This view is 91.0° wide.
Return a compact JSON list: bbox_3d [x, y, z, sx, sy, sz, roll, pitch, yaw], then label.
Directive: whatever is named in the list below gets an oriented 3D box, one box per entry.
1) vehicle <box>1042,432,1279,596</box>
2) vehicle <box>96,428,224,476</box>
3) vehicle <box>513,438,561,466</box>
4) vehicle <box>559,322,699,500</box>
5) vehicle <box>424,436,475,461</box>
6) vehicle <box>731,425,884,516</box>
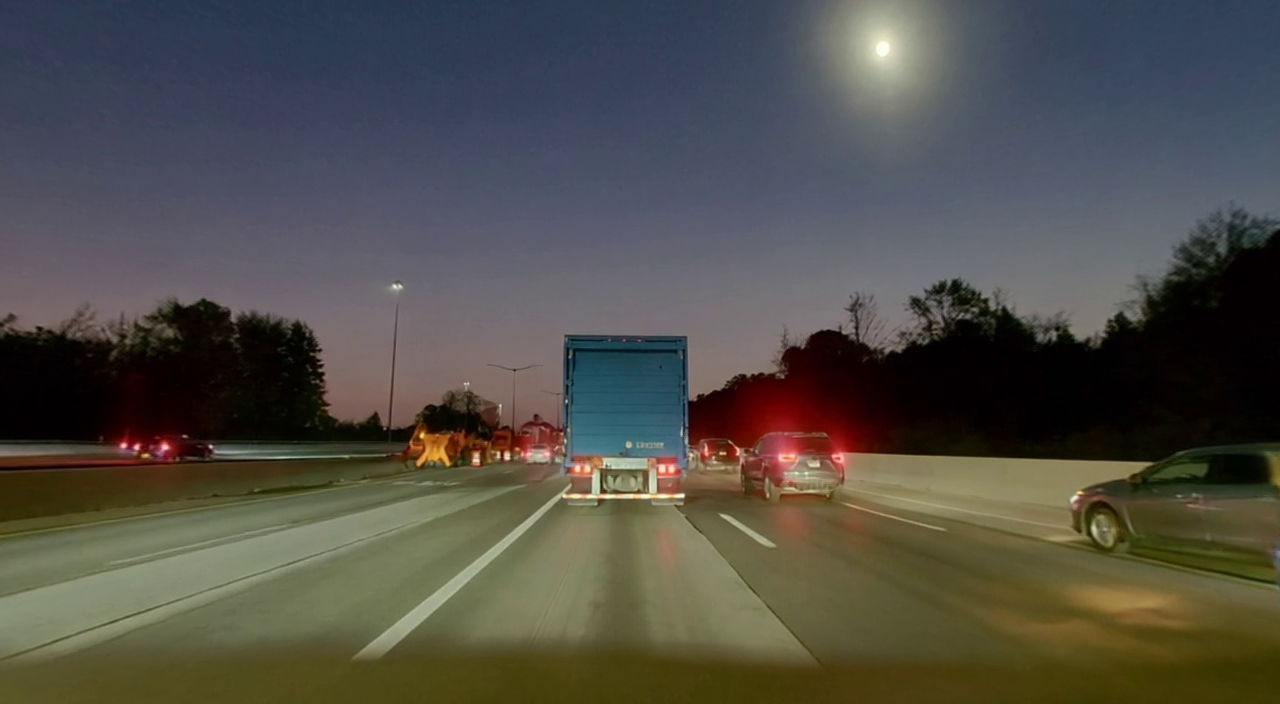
[{"bbox_3d":[7.406,1.747,7.059,2.070,1.632,4.774,2,-9,-11],"label":"vehicle"},{"bbox_3d":[-21.587,4.465,28.367,4.632,1.852,2.033,0,-8,16],"label":"vehicle"},{"bbox_3d":[-5.971,5.862,37.048,2.014,1.477,4.595,0,-9,0],"label":"vehicle"},{"bbox_3d":[-0.437,2.045,19.127,3.067,3.940,10.154,1,-9,-2],"label":"vehicle"},{"bbox_3d":[-14.271,7.255,47.581,2.054,1.708,4.663,2,-8,4],"label":"vehicle"},{"bbox_3d":[3.504,2.574,14.142,2.103,1.713,4.173,1,-9,-3],"label":"vehicle"}]
